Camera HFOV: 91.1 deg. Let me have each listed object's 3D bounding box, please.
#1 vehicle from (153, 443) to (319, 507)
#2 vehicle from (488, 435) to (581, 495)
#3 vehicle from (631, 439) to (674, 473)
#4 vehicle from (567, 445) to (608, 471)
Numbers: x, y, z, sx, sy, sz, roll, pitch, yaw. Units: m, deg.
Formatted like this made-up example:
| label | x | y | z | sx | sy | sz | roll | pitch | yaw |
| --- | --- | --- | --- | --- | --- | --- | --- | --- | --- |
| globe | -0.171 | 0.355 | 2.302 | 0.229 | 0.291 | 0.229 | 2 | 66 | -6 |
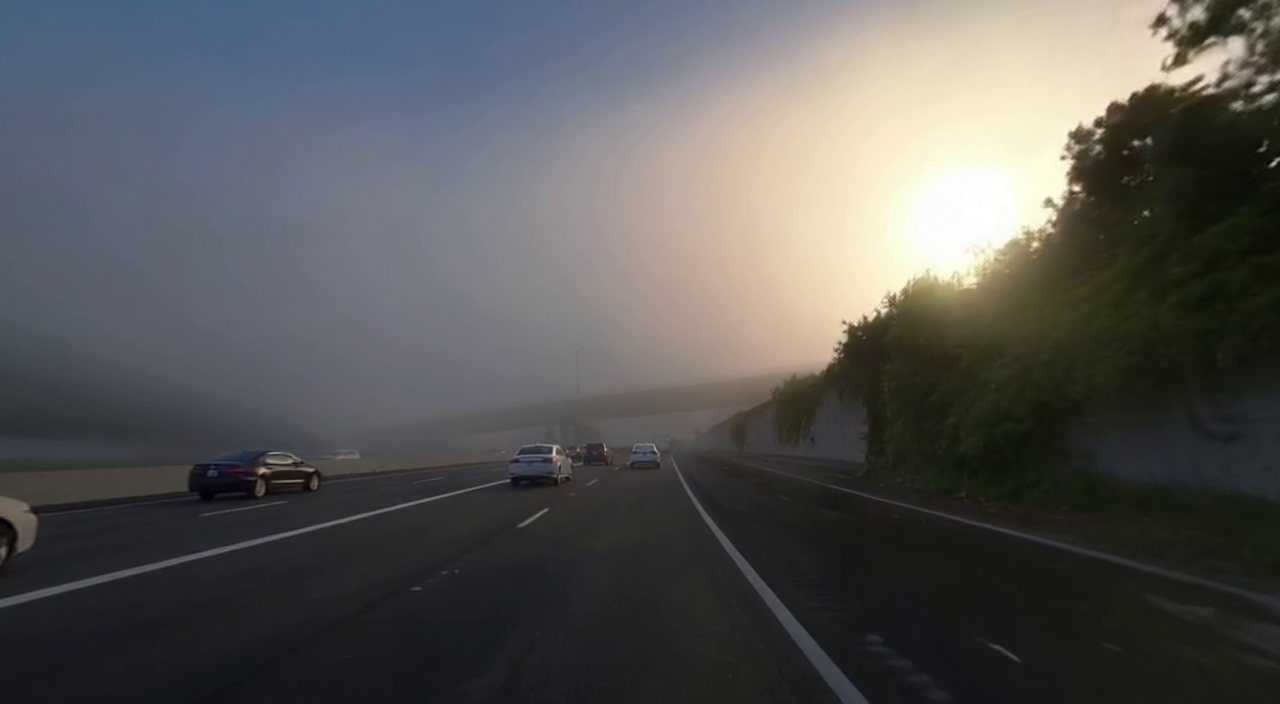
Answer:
| label | x | y | z | sx | sy | sz | roll | pitch | yaw |
| --- | --- | --- | --- | --- | --- | --- | --- | --- | --- |
| vehicle | -11.716 | 3.539 | 18.643 | 1.954 | 1.640 | 4.339 | 0 | -8 | 1 |
| vehicle | -3.335 | 3.672 | 20.821 | 2.161 | 1.759 | 4.482 | 0 | -8 | 2 |
| vehicle | 0.700 | 5.560 | 33.695 | 2.160 | 1.678 | 4.178 | 0 | -8 | 2 |
| vehicle | -3.230 | 6.593 | 39.169 | 1.997 | 1.490 | 4.471 | 0 | -8 | 2 |
